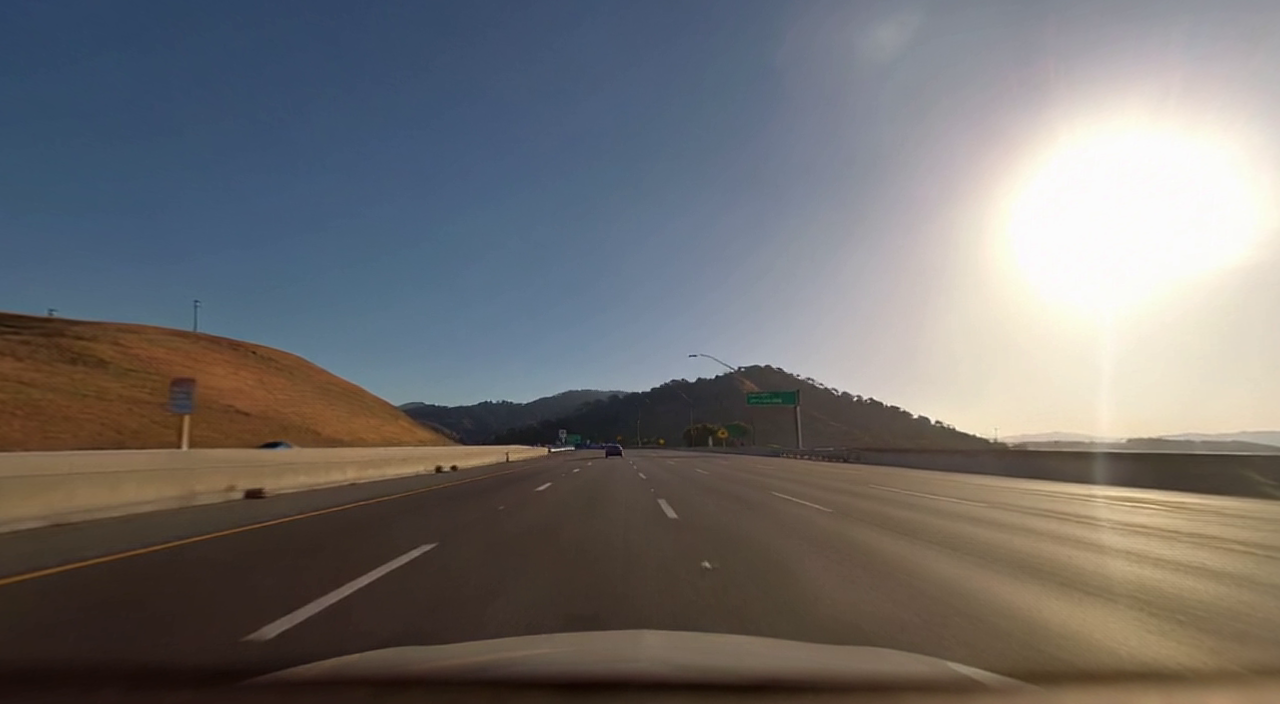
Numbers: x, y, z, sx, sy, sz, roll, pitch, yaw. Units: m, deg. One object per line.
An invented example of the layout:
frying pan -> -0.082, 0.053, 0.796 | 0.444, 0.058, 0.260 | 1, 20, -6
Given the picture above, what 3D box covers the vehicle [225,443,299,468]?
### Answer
vehicle -> -24.513, 6.716, 41.083 | 2.199, 1.481, 4.230 | 0, -9, -1
